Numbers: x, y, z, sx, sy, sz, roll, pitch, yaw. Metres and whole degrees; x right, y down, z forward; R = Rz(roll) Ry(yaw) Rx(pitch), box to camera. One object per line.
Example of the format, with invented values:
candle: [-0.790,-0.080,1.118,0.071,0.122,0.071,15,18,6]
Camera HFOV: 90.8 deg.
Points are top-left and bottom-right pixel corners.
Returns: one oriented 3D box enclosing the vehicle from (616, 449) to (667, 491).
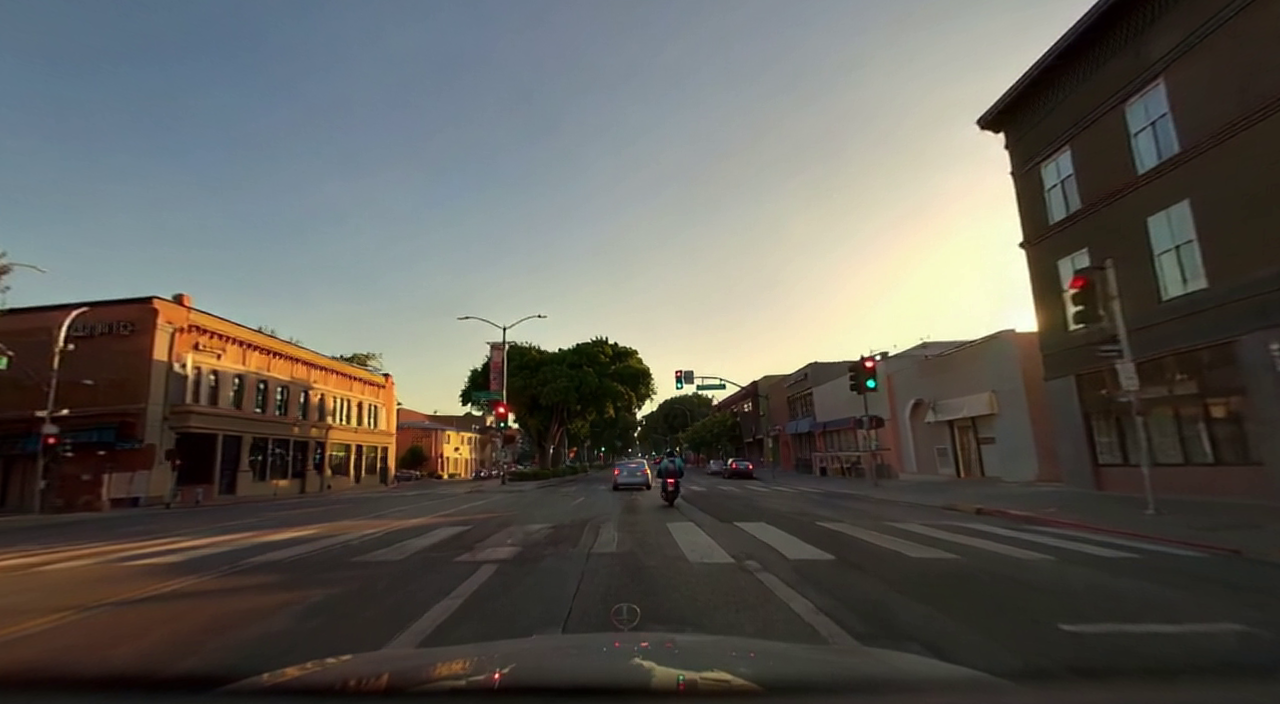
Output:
vehicle: [0.000,5.442,29.603,2.223,1.775,4.250,0,-8,-1]

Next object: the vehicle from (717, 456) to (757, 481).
vehicle: [6.732,8.103,44.257,2.069,1.590,4.066,0,-8,-1]

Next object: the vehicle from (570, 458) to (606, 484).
vehicle: [-3.256,7.535,40.307,2.014,1.470,4.552,0,-8,-1]
